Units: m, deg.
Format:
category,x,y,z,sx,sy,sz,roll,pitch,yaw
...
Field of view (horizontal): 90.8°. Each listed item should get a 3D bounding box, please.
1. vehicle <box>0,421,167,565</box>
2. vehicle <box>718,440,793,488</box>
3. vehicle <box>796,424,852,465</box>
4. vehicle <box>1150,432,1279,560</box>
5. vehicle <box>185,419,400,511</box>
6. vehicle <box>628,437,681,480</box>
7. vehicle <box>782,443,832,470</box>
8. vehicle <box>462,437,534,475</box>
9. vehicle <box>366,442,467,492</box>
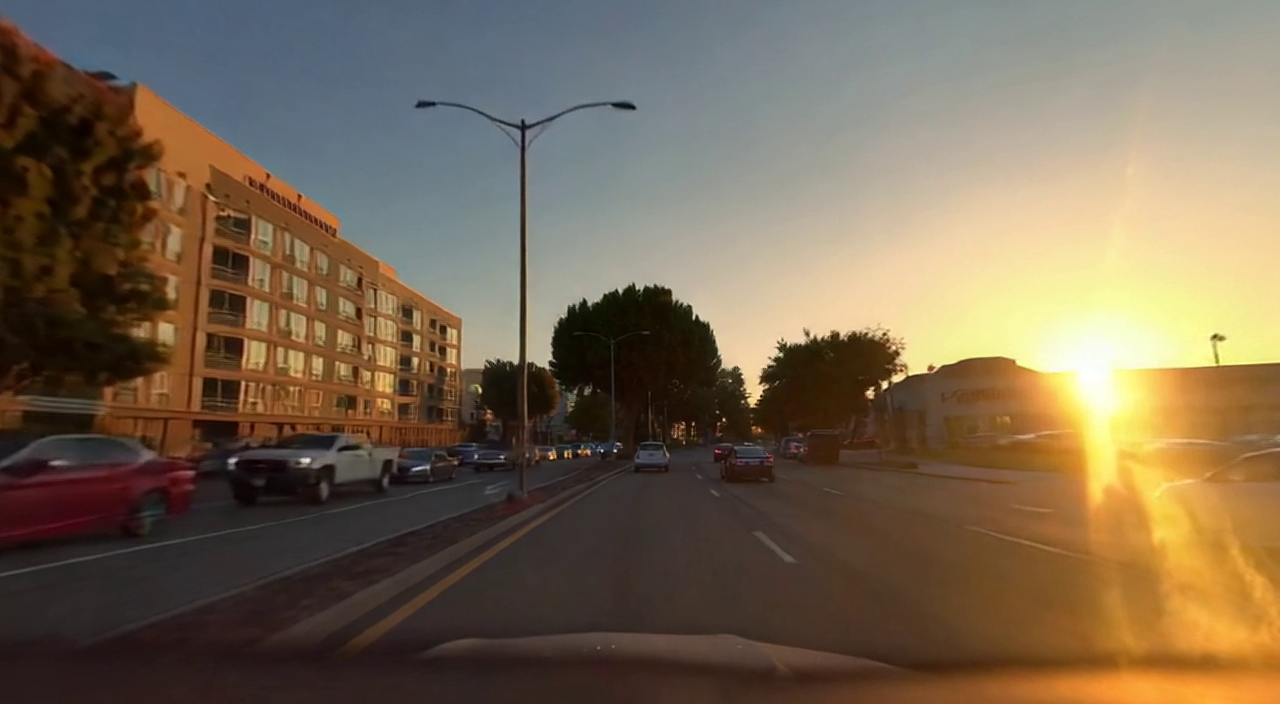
category,x,y,z,sx,sy,sz,roll,pitch,yaw
vehicle,-8.775,1.719,7.700,2.183,1.706,4.862,0,-9,1
vehicle,3.852,3.809,21.753,1.852,1.498,3.825,0,-9,0
vehicle,13.837,7.038,47.974,2.790,2.897,6.326,-1,-9,5
vehicle,8.289,1.566,6.693,1.909,1.456,4.569,0,-9,0
vehicle,-8.547,2.842,16.381,2.460,1.970,5.271,0,-9,1
vehicle,0.660,4.596,27.465,2.101,1.694,3.979,-1,-9,2
vehicle,9.744,6.126,37.250,1.860,1.475,4.488,-1,-9,2
vehicle,-7.485,5.556,33.924,2.218,1.819,5.732,-1,-9,3
vehicle,-8.282,4.257,23.983,1.920,1.590,5.041,-3,-8,1
